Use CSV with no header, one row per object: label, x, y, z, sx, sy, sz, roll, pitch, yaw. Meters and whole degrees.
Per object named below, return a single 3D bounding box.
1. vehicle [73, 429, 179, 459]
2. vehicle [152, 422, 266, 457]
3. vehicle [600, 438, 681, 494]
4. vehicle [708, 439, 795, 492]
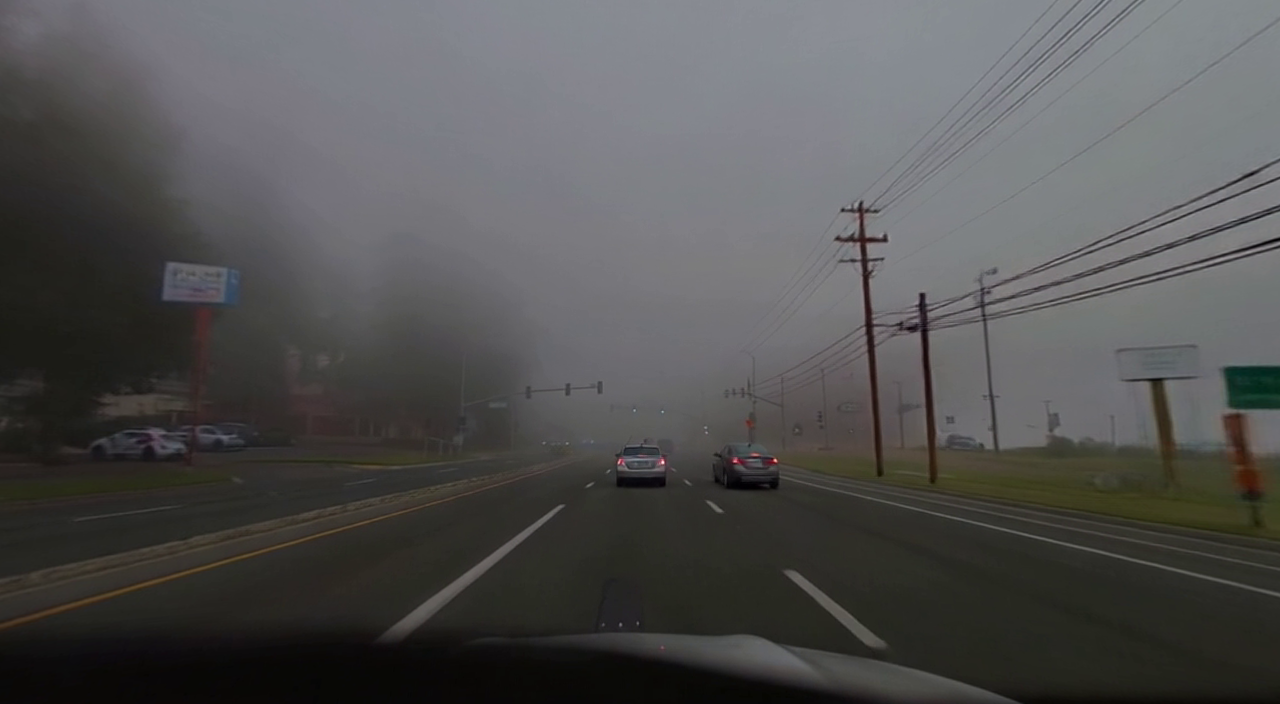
vehicle,-28.335,5.120,34.950,1.908,1.553,4.979,1,-8,-4
vehicle,-28.978,5.966,42.757,2.878,2.172,7.057,0,-8,-1
vehicle,-0.020,3.321,18.730,2.144,1.473,4.028,0,-8,-1
vehicle,3.379,3.517,19.886,1.985,1.489,4.036,0,-8,-1
